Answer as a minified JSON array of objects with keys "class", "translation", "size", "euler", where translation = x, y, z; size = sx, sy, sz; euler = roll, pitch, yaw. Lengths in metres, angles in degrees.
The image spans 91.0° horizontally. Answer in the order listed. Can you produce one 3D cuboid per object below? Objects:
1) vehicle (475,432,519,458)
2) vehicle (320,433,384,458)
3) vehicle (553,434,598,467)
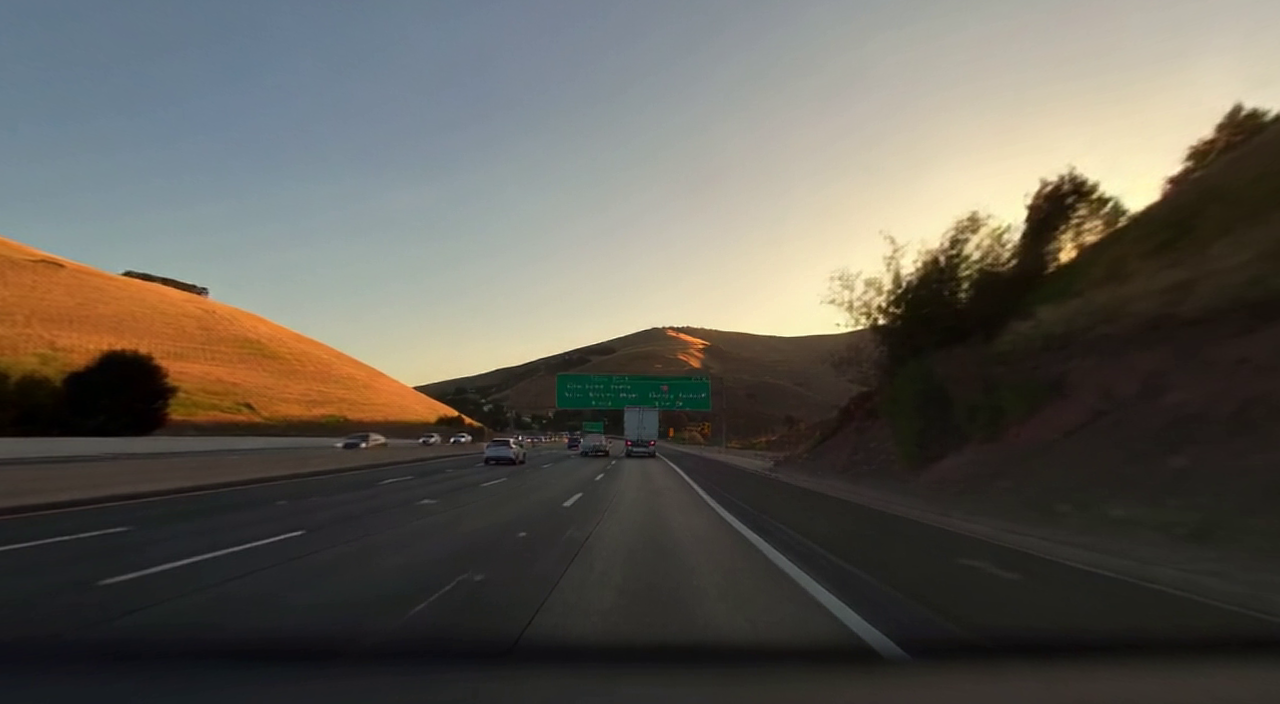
[{"class":"vehicle","translation":[-10.095,6.625,44.712],"size":[1.958,1.758,4.684],"euler":[0,-9,1]},{"class":"vehicle","translation":[-18.061,5.918,39.720],"size":[1.837,1.496,4.386],"euler":[0,-9,1]},{"class":"vehicle","translation":[-3.610,5.653,36.213],"size":[2.053,1.746,4.508],"euler":[0,-9,1]}]
